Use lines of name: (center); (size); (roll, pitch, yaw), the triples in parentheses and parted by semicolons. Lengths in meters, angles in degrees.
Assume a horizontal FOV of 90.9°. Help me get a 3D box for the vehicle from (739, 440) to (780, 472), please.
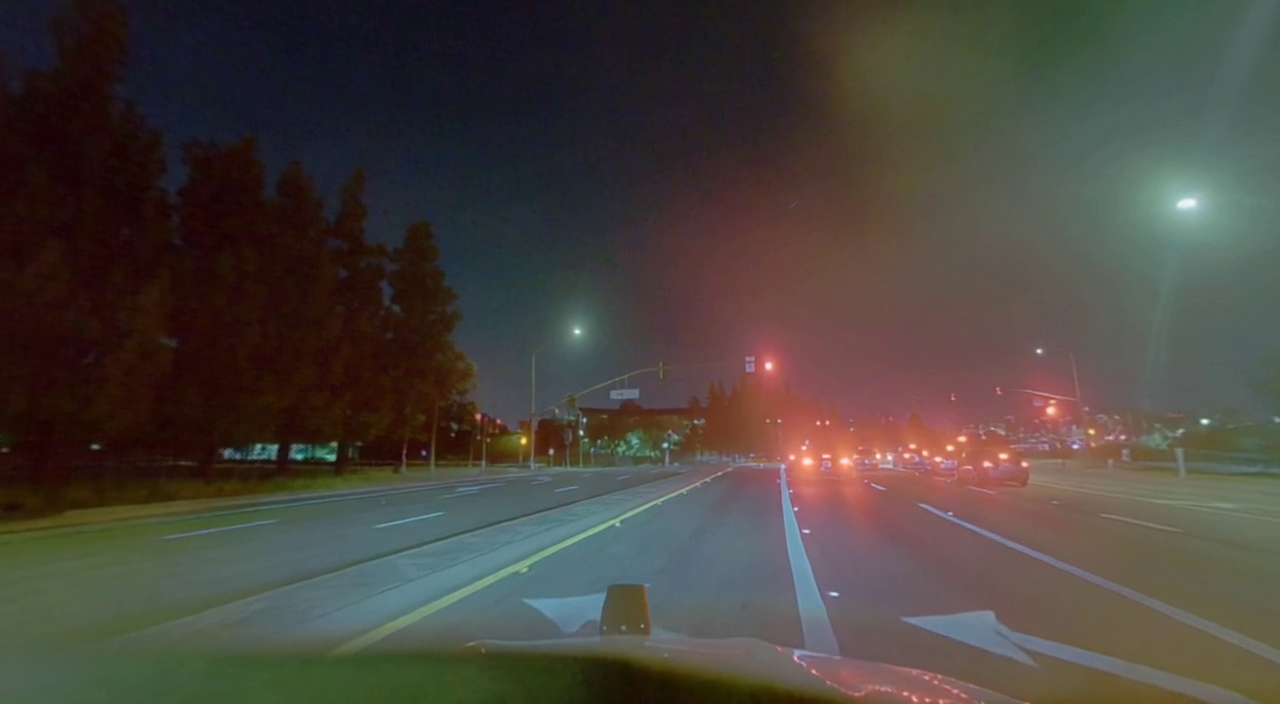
vehicle: (7.260, 6.293, 38.270); (2.245, 1.800, 4.522); (-2, -9, 11)

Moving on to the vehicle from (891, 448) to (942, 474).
vehicle: (16.911, 6.633, 38.729); (1.901, 1.484, 4.093); (-2, -9, 11)

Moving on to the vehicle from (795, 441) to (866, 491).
vehicle: (6.741, 4.038, 22.744); (2.078, 1.578, 4.107); (-2, -9, 12)

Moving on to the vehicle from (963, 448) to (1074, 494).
vehicle: (13.026, 4.074, 22.036); (1.884, 1.422, 4.262); (-2, -9, 11)
